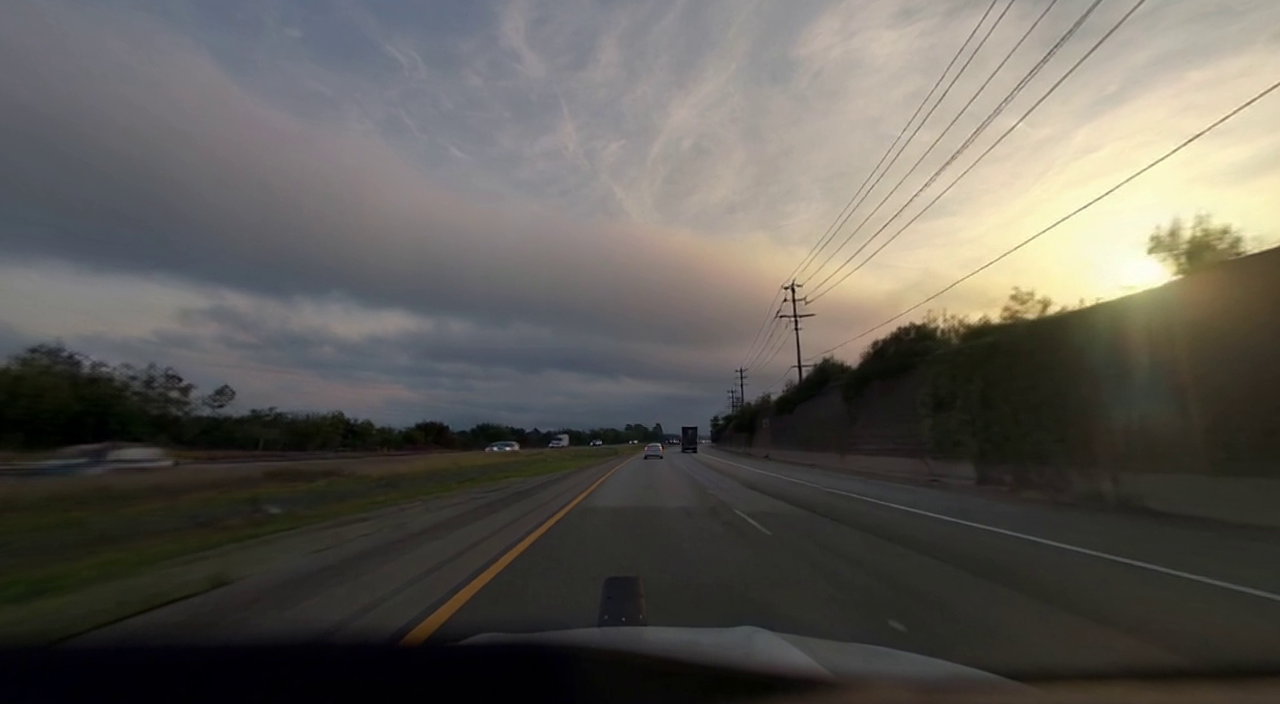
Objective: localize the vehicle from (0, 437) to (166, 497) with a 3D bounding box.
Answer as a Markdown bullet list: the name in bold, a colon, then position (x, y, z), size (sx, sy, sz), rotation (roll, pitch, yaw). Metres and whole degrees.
- **vehicle**: position (-16.535, 3.327, 18.642), size (1.846, 1.545, 3.972), rotation (-1, -8, 1)

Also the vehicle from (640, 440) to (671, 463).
- **vehicle**: position (1.168, 7.337, 46.500), size (2.192, 1.556, 4.132), rotation (-1, -8, 2)
